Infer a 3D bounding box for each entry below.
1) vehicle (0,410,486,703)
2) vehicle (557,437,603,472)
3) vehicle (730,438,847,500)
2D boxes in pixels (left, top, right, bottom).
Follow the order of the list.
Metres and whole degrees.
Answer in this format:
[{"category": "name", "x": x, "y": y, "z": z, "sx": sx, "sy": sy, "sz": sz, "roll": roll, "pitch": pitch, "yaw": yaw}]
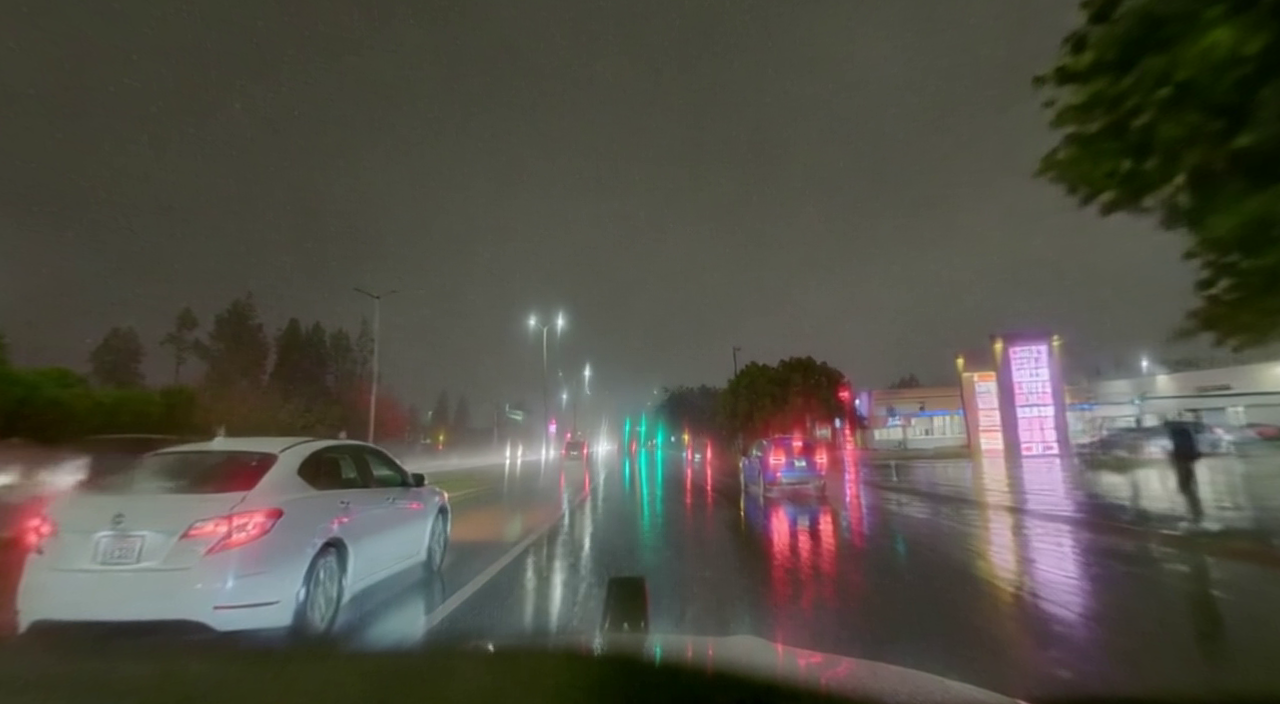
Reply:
[{"category": "vehicle", "x": -2.966, "y": 1.349, "z": 5.190, "sx": 2.082, "sy": 1.460, "sz": 4.922, "roll": 0, "pitch": -8, "yaw": 1}, {"category": "vehicle", "x": -3.177, "y": 5.511, "z": 34.058, "sx": 1.981, "sy": 1.731, "sz": 4.360, "roll": 0, "pitch": -8, "yaw": 1}, {"category": "vehicle", "x": 3.918, "y": 3.164, "z": 17.550, "sx": 2.036, "sy": 1.480, "sz": 4.659, "roll": 0, "pitch": -8, "yaw": -1}]
